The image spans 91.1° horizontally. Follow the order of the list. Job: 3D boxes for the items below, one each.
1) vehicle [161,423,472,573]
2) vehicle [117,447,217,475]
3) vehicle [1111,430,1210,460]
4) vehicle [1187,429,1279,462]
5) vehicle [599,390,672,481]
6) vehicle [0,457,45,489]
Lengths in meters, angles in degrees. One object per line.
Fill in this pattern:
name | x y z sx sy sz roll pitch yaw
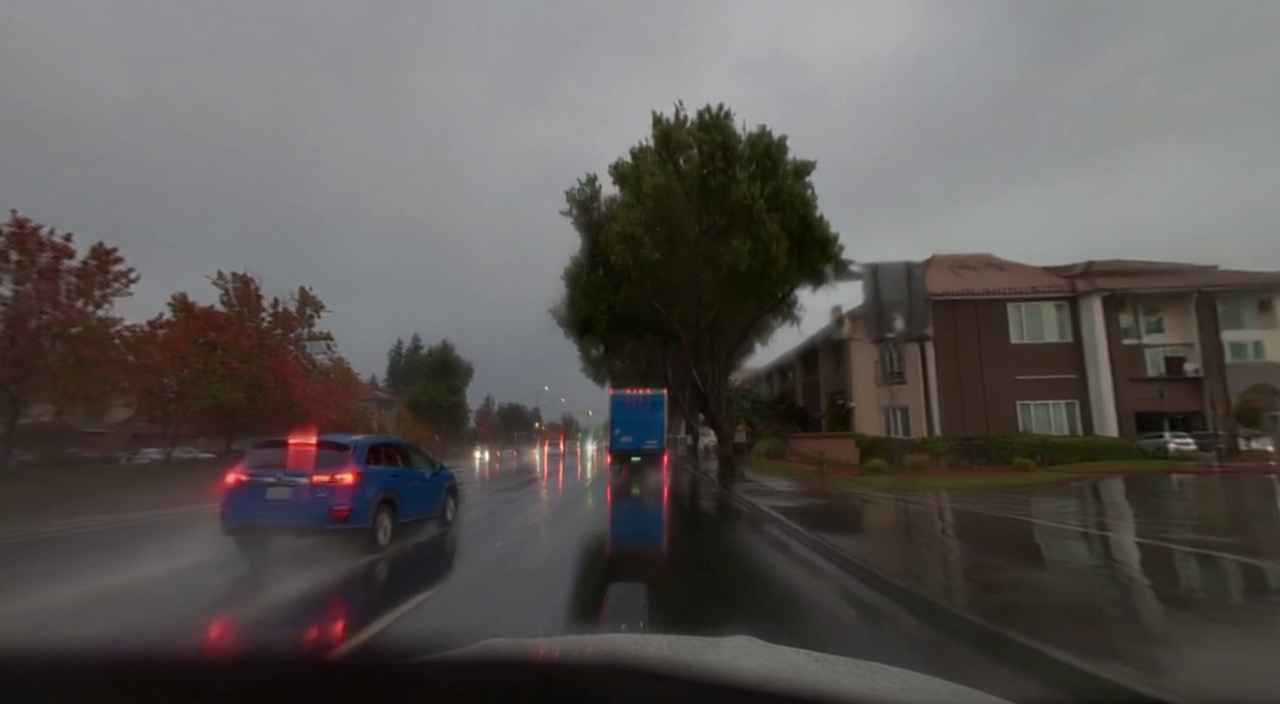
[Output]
vehicle | -4.056 1.893 8.960 2.078 1.597 4.355 0 -9 0
vehicle | -35.848 8.248 47.696 5.845 1.983 2.215 -1 -8 2
vehicle | 25.773 4.631 31.153 3.503 1.419 1.646 1 -8 -4
vehicle | 27.341 4.258 28.591 3.341 1.387 1.619 -1 -8 -3
vehicle | -0.112 4.001 29.664 2.905 3.644 8.807 0 -9 1
vehicle | -33.391 6.314 32.947 4.394 1.478 2.084 -6 -10 34
